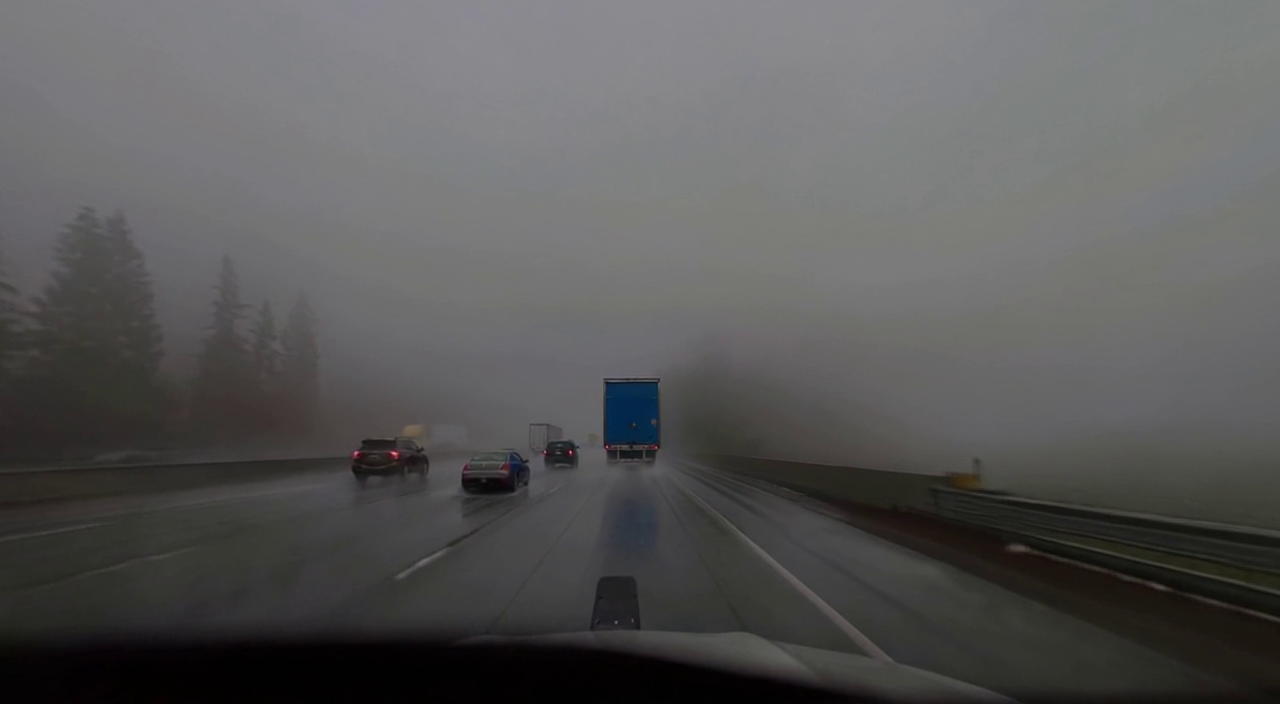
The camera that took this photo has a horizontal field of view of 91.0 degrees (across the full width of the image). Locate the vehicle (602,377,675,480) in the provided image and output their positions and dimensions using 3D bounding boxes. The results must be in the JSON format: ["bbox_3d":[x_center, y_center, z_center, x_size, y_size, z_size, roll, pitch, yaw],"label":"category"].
[{"bbox_3d":[-0.314,3.820,30.714,2.913,4.113,10.724,0,-8,-3],"label":"vehicle"}]

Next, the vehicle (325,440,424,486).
[{"bbox_3d":[-10.002,4.197,24.118,1.952,1.590,4.090,-1,-8,1],"label":"vehicle"}]

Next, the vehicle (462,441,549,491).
[{"bbox_3d":[-4.605,3.952,22.232,2.164,1.582,3.979,0,-8,1],"label":"vehicle"}]

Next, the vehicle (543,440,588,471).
[{"bbox_3d":[-4.320,6.043,37.120,2.158,1.680,4.087,0,-8,0],"label":"vehicle"}]
